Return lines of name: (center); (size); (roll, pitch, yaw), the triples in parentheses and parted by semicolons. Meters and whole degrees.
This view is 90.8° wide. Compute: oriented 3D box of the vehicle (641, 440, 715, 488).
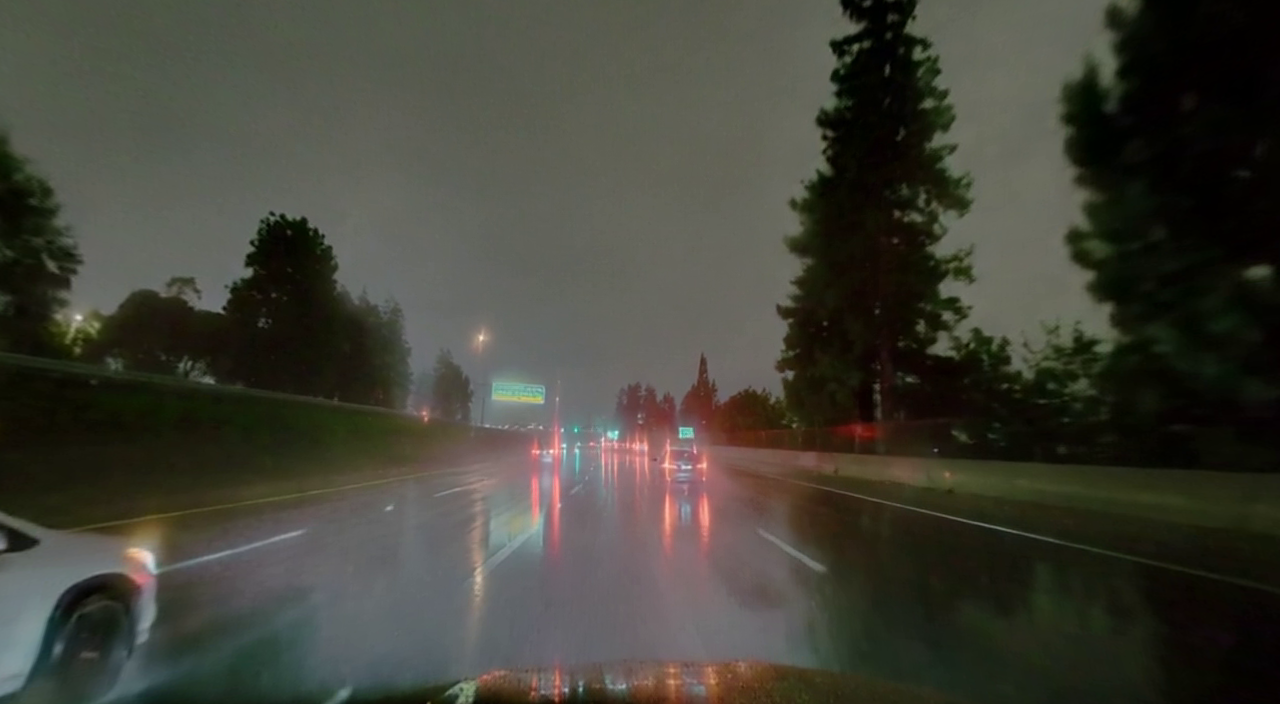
vehicle: (1.177, 3.744, 21.499); (1.947, 1.437, 4.345); (0, -8, -4)

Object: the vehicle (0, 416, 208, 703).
vehicle: (-3.903, 0.862, 1.643); (2.049, 1.482, 4.981); (0, -8, 0)

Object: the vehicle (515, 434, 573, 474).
vehicle: (-4.560, 4.928, 30.770); (2.244, 1.755, 4.417); (0, -8, -2)
